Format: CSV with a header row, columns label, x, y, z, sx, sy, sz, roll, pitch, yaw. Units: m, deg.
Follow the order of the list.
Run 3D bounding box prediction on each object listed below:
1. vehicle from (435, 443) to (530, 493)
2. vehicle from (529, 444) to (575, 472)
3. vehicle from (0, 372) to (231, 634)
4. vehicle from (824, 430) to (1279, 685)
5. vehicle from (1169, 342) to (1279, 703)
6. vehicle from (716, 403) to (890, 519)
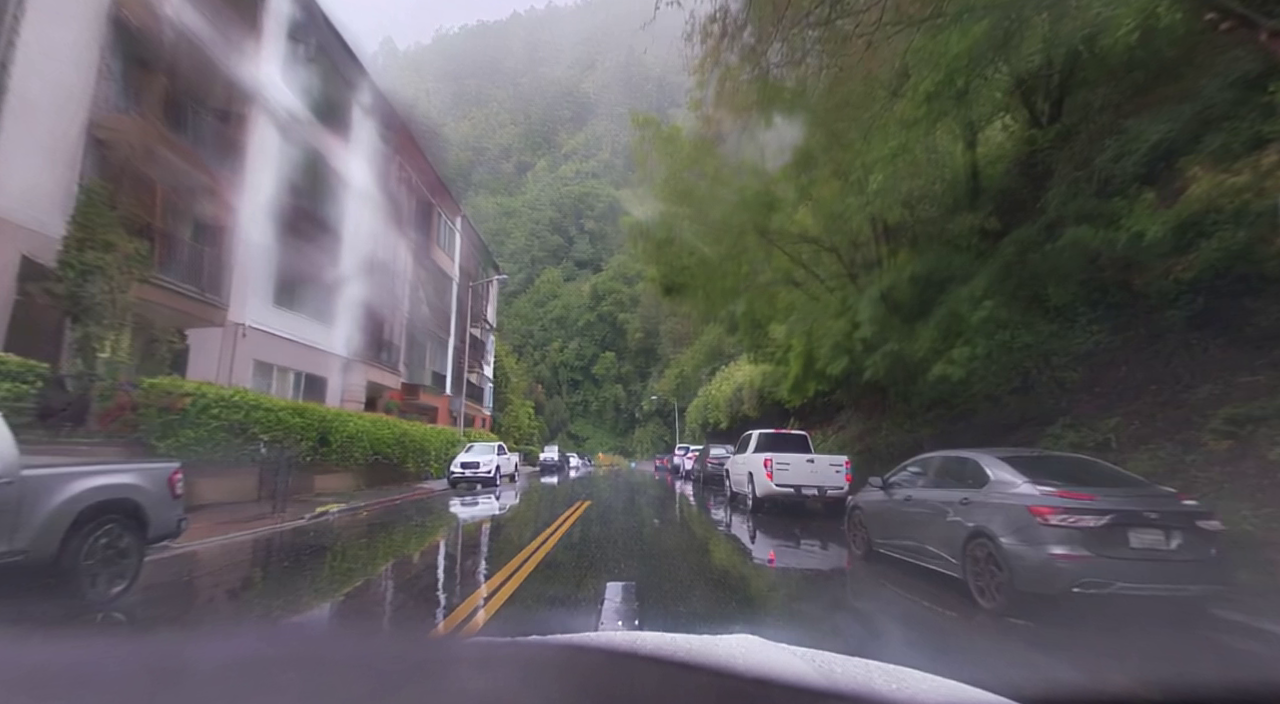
label,x,y,z,sx,sy,sz,roll,pitch,yaw
vehicle,-6.348,4.752,26.308,2.374,1.843,5.638,0,-9,2
vehicle,-6.610,8.180,48.119,2.692,1.949,5.948,0,-12,-1
vehicle,-6.063,1.073,4.214,2.318,1.999,6.524,1,-7,-1
vehicle,3.583,1.596,6.206,1.866,1.510,4.615,1,-9,-4
vehicle,3.374,0.560,0.389,2.191,1.749,4.542,0,-9,2
vehicle,3.430,2.485,14.729,2.482,2.184,5.383,0,-9,-1
